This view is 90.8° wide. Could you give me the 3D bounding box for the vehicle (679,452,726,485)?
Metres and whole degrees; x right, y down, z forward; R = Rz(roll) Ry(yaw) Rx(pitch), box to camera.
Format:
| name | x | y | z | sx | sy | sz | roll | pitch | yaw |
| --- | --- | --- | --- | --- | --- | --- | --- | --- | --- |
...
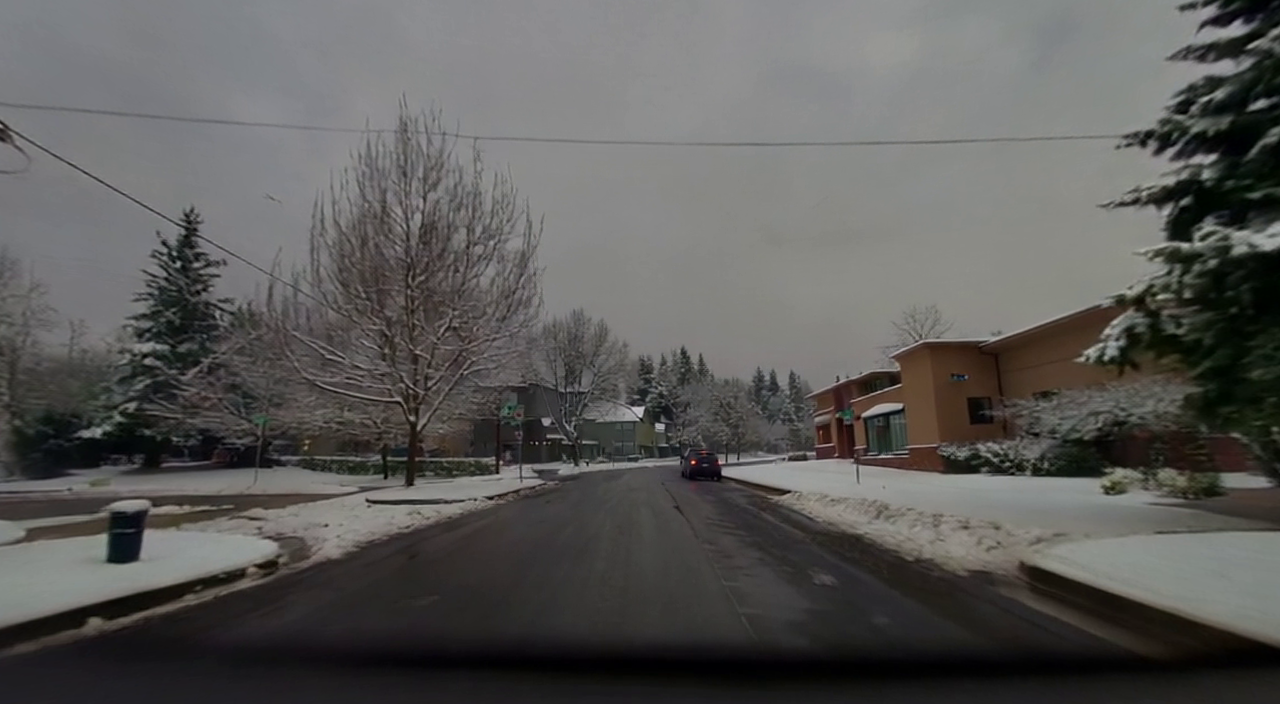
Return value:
| name | x | y | z | sx | sy | sz | roll | pitch | yaw |
| --- | --- | --- | --- | --- | --- | --- | --- | --- | --- |
| vehicle | 3.161 | 6.017 | 32.972 | 2.064 | 1.532 | 4.596 | 0 | -9 | 1 |
